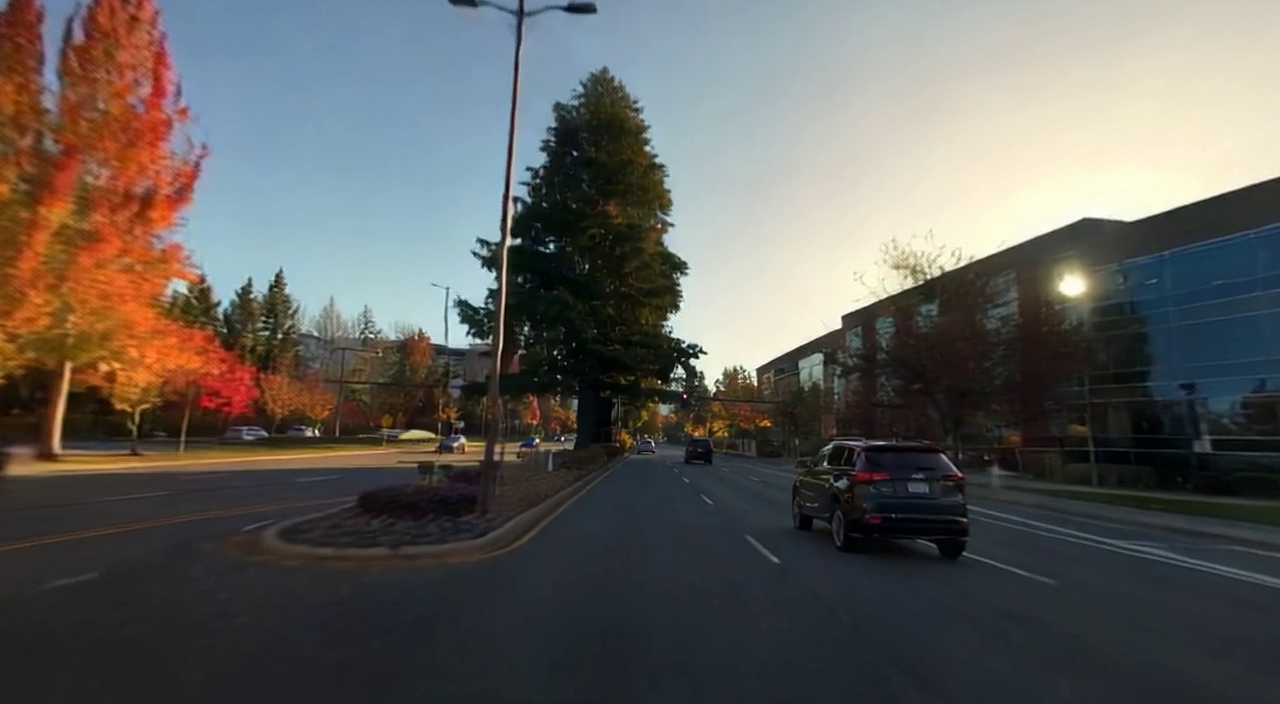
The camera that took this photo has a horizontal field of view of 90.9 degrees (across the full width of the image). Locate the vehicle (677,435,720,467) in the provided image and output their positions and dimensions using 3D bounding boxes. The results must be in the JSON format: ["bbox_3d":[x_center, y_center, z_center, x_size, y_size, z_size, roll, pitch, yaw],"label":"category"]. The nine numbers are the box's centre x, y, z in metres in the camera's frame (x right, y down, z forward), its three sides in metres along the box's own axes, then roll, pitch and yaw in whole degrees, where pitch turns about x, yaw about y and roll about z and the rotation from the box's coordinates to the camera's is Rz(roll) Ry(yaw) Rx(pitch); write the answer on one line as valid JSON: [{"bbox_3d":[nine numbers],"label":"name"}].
[{"bbox_3d":[3.567,6.104,39.121,2.154,1.844,4.634,0,-8,-1],"label":"vehicle"}]

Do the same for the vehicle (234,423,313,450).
[{"bbox_3d":[-26.740,6.234,46.253,2.149,1.809,5.973,1,-9,0],"label":"vehicle"}]

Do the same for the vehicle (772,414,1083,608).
[{"bbox_3d":[2.969,1.696,7.592,1.901,1.634,3.896,2,-8,0],"label":"vehicle"}]

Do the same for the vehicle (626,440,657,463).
[{"bbox_3d":[0.084,6.670,42.459,1.991,1.477,3.814,0,-8,1],"label":"vehicle"}]
